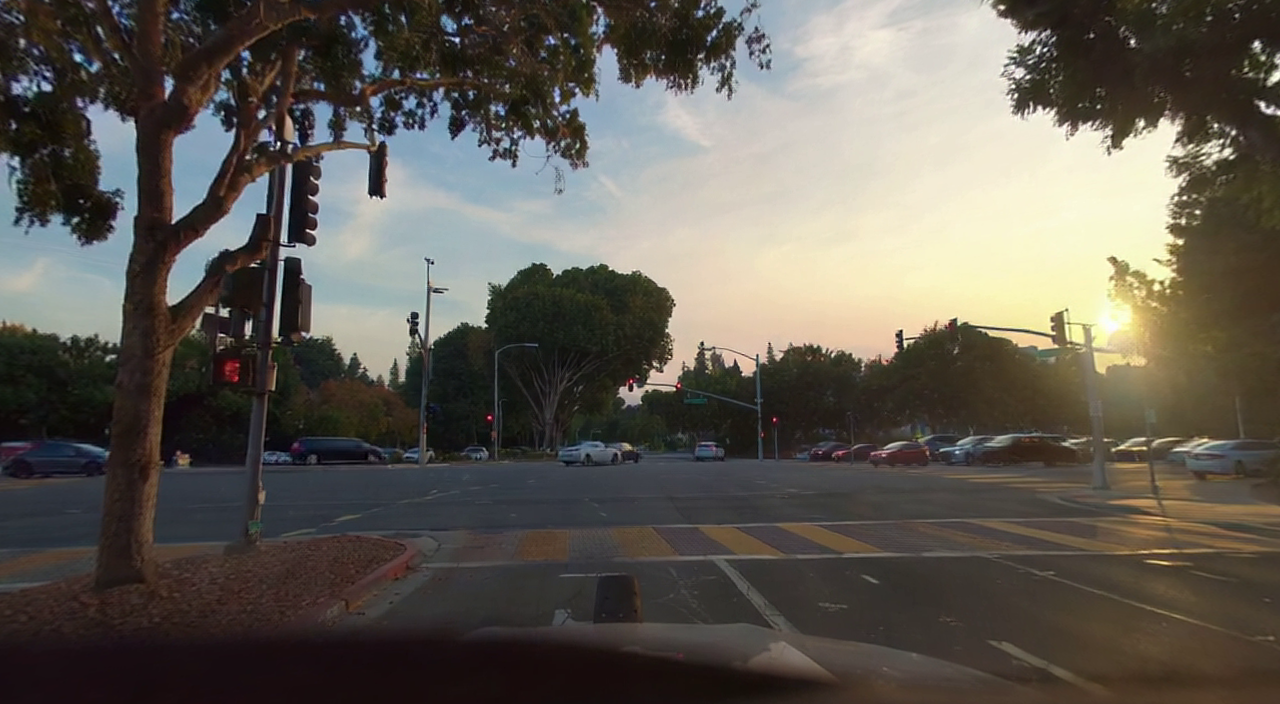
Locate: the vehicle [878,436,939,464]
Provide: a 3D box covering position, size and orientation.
[{"bbox_3d":[16.161,5.873,37.888,2.001,1.561,4.481,-7,-11,40],"label":"vehicle"}]

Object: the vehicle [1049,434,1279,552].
[{"bbox_3d":[9.282,2.198,10.381,1.993,1.505,4.721,3,-9,0],"label":"vehicle"}]

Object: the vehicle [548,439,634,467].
[{"bbox_3d":[-2.727,5.758,36.300,1.935,1.476,4.849,-8,-12,44],"label":"vehicle"}]

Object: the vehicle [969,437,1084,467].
[{"bbox_3d":[19.578,5.071,32.186,4.516,1.468,1.962,-1,-9,9],"label":"vehicle"}]

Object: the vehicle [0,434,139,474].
[{"bbox_3d":[-22.460,3.885,24.164,4.671,1.465,1.934,3,-9,-17],"label":"vehicle"}]

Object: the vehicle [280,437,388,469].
[{"bbox_3d":[-14.996,4.941,31.035,4.580,1.472,1.891,5,-10,-30],"label":"vehicle"}]
